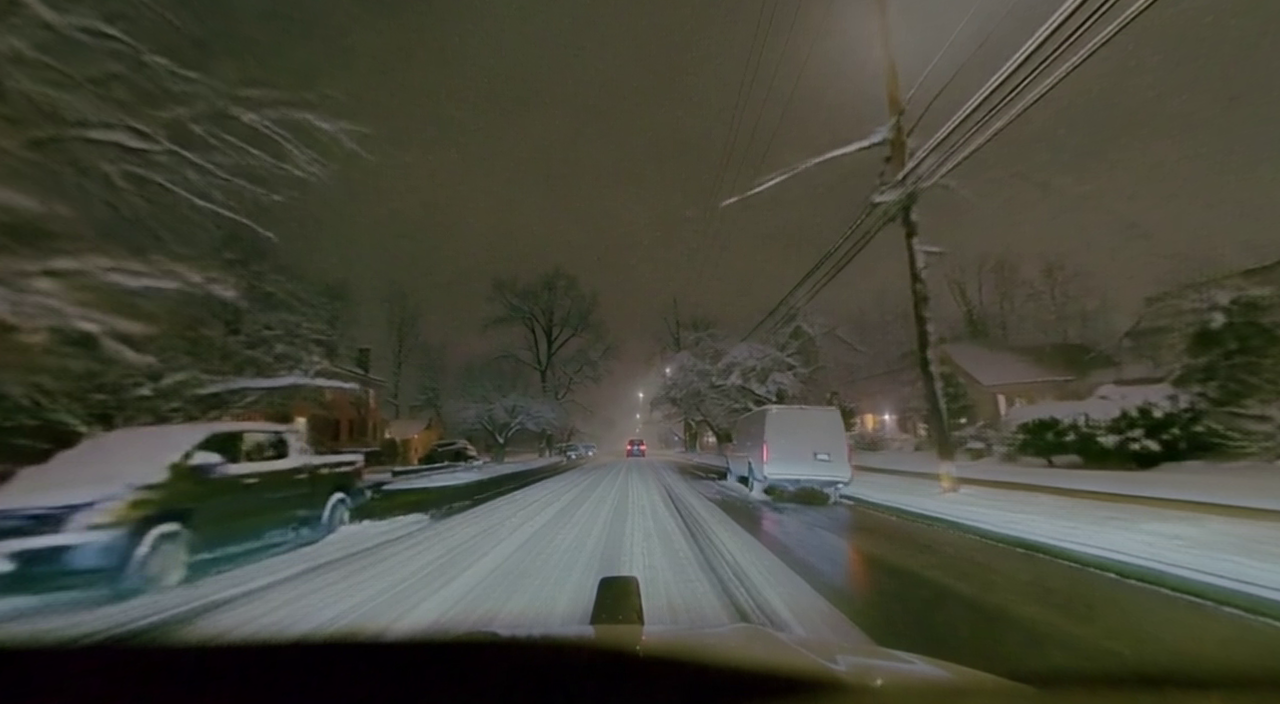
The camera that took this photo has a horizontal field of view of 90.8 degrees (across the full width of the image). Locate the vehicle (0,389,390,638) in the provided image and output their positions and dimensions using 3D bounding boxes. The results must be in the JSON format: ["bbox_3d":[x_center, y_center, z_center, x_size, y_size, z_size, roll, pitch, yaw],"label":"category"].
[{"bbox_3d":[-5.804,1.811,8.604,2.284,2.119,5.984,-4,-7,1],"label":"vehicle"}]

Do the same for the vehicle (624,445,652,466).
[{"bbox_3d":[-0.185,8.066,49.404,2.062,1.509,4.305,0,-8,-1],"label":"vehicle"}]

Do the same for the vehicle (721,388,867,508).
[{"bbox_3d":[3.983,2.700,17.804,2.384,2.791,5.899,1,-9,-2],"label":"vehicle"}]
